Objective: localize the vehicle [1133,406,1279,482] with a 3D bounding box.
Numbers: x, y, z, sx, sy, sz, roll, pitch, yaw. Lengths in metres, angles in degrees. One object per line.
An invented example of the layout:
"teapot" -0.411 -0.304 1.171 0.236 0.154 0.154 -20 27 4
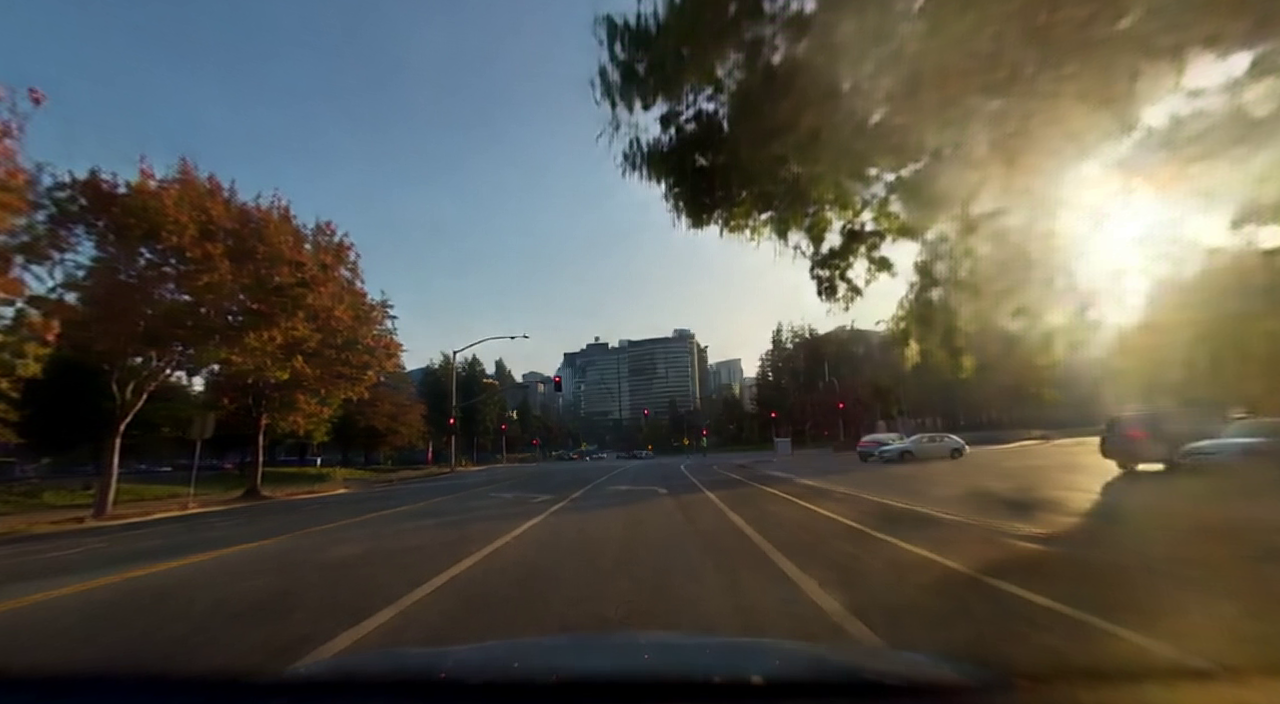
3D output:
"vehicle" 13.629 1.964 13.531 4.343 1.500 2.011 0 -8 1

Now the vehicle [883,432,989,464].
"vehicle" 14.273 4.645 30.542 4.167 1.476 1.871 0 -8 1
